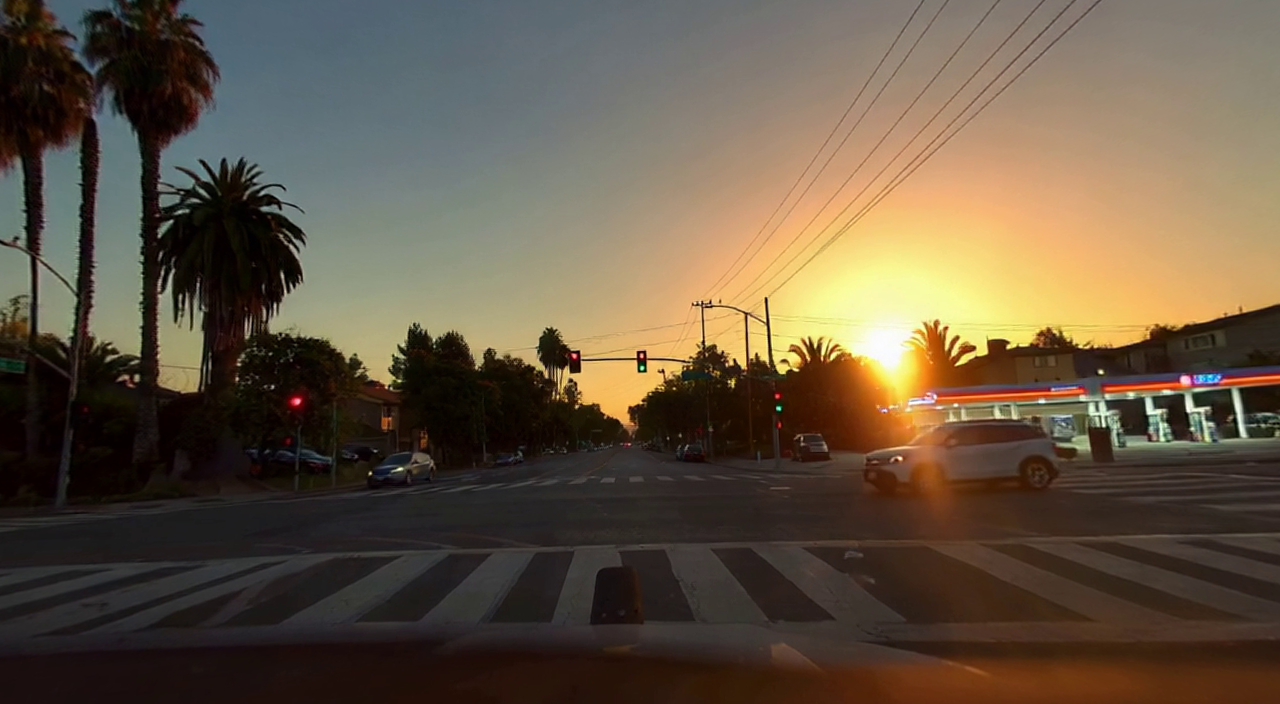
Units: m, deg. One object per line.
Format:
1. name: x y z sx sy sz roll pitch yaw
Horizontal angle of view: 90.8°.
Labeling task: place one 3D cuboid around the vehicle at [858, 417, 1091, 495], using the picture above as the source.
1. vehicle: 8.500 2.638 16.266 5.086 1.817 1.952 1 -9 -11

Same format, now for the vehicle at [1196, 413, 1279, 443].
1. vehicle: 38.301 4.789 39.971 4.488 1.447 1.765 -5 -8 -1

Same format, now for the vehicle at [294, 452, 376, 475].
1. vehicle: -20.943 7.672 43.516 4.672 1.469 1.816 -1 -9 -2

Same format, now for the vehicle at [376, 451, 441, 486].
1. vehicle: -13.050 6.553 35.945 2.009 1.777 4.559 0 -9 -1
